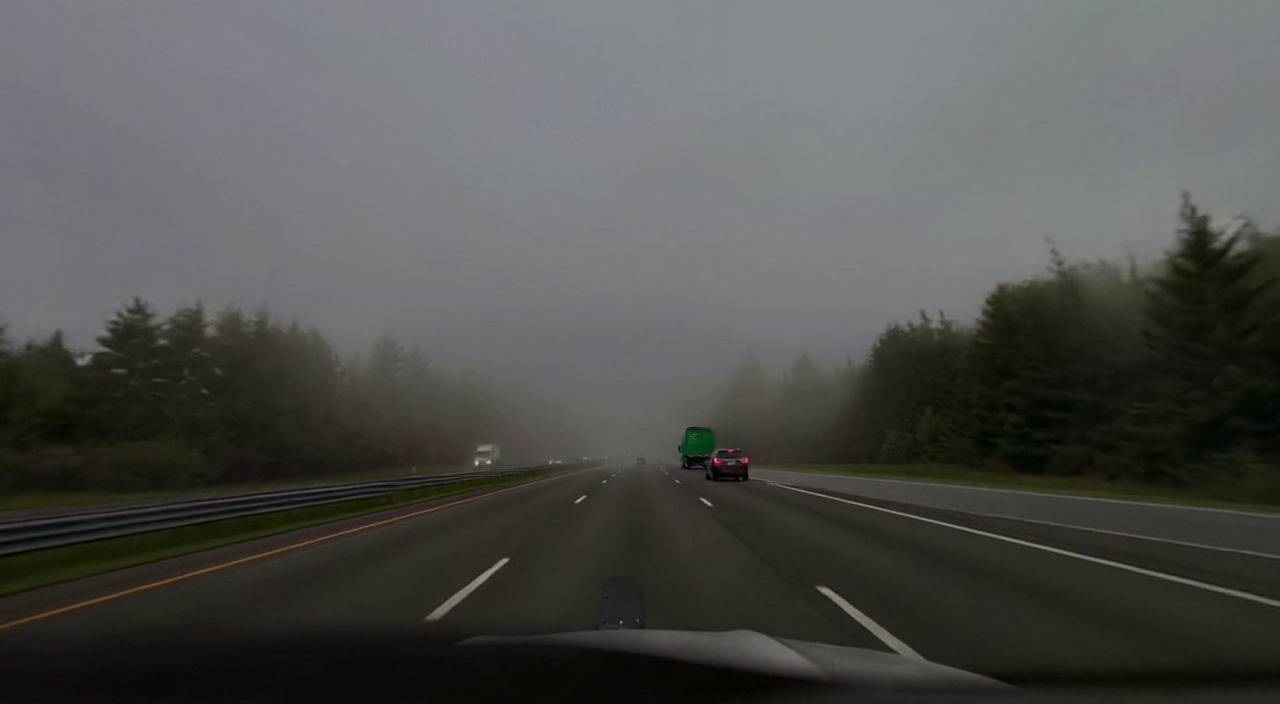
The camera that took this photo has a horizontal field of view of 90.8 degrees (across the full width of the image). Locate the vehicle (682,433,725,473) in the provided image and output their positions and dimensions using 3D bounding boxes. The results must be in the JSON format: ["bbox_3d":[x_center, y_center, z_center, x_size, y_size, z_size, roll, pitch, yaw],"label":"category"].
[{"bbox_3d":[4.286,6.973,43.768,2.300,2.564,5.643,0,-9,-1],"label":"vehicle"}]

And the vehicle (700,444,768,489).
[{"bbox_3d":[3.558,4.416,24.602,2.019,1.601,3.953,0,-9,-1],"label":"vehicle"}]
